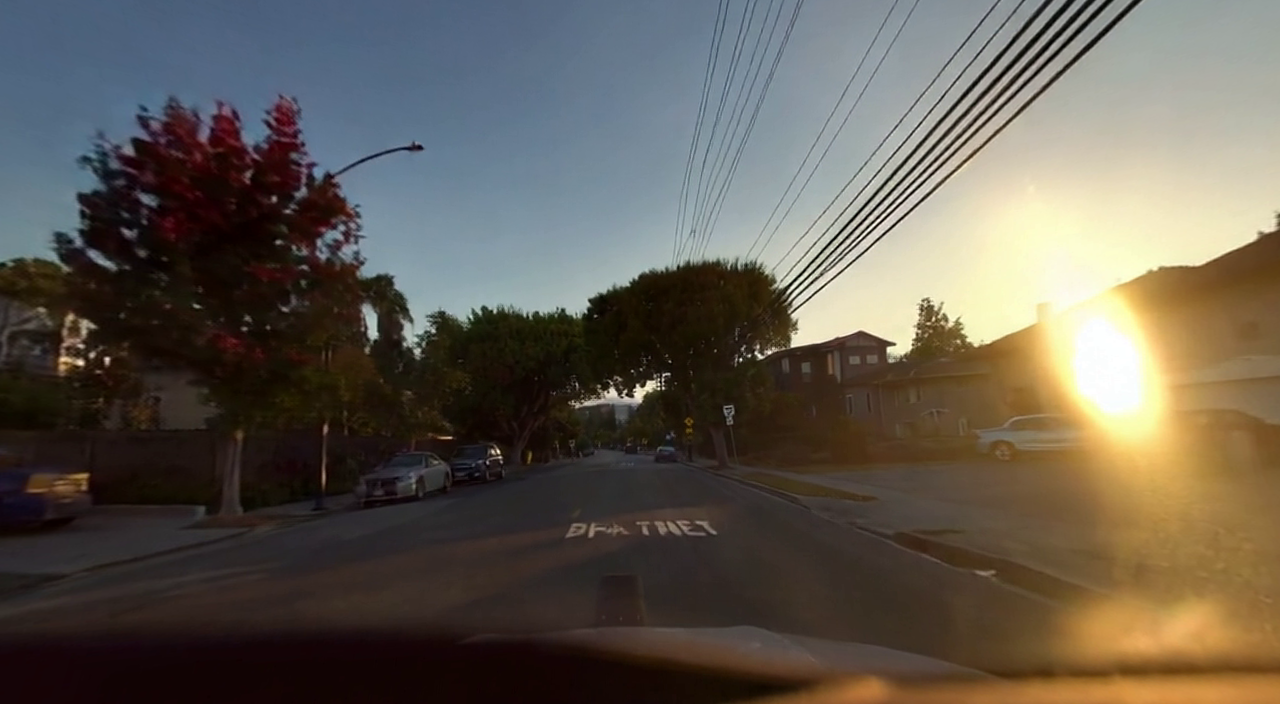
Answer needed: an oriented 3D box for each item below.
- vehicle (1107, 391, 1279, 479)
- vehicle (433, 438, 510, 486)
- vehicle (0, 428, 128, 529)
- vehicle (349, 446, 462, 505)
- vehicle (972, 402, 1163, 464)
[{"bbox_3d":[13.594,1.893,14.580,4.145,1.767,1.880,-9,-10,30],"label":"vehicle"},{"bbox_3d":[-7.254,4.785,27.682,2.135,1.787,4.452,-4,-9,0],"label":"vehicle"},{"bbox_3d":[-13.828,2.553,13.042,4.432,1.870,2.299,0,-9,-1],"label":"vehicle"},{"bbox_3d":[-7.125,3.764,19.668,2.041,1.587,3.920,-2,-9,0],"label":"vehicle"},{"bbox_3d":[13.610,2.588,20.553,4.836,1.789,2.229,-4,-7,29],"label":"vehicle"}]
